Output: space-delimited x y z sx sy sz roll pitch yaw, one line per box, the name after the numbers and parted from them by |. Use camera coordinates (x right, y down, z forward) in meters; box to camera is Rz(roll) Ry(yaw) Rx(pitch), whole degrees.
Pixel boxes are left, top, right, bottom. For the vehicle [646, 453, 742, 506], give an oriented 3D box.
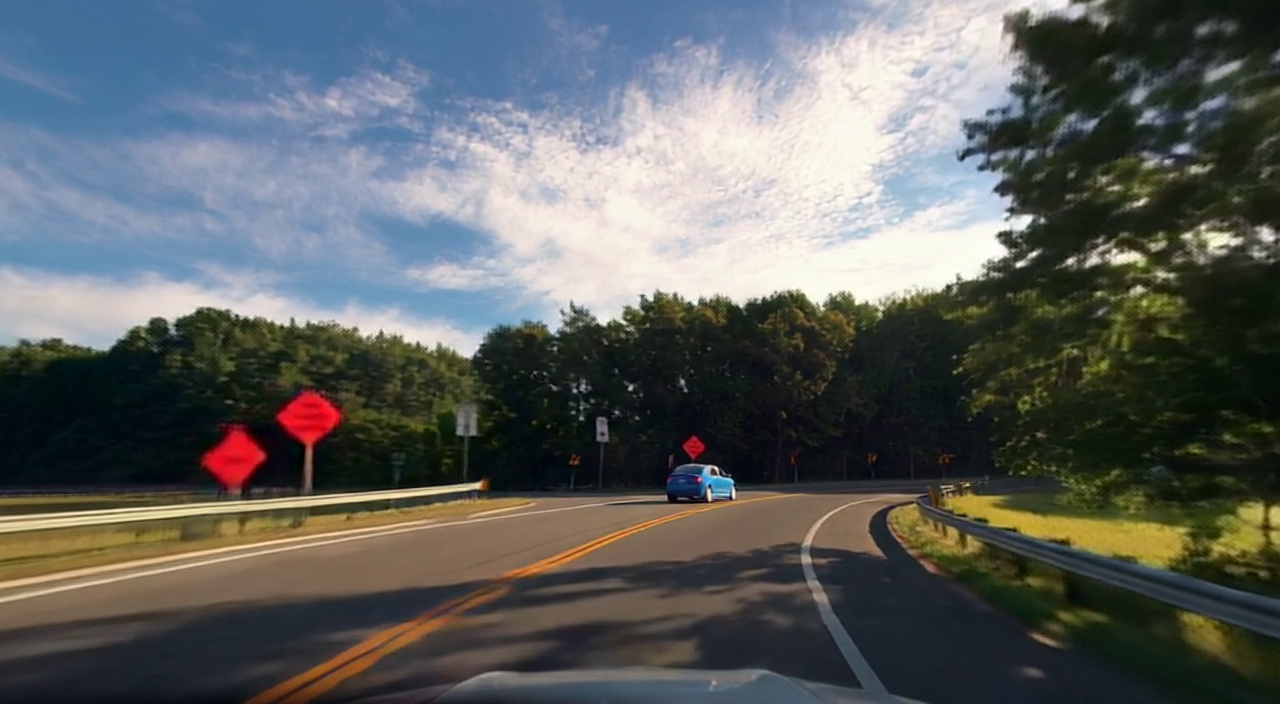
2.085 4.602 22.929 1.997 1.692 4.422 -4 -11 26 | vehicle
